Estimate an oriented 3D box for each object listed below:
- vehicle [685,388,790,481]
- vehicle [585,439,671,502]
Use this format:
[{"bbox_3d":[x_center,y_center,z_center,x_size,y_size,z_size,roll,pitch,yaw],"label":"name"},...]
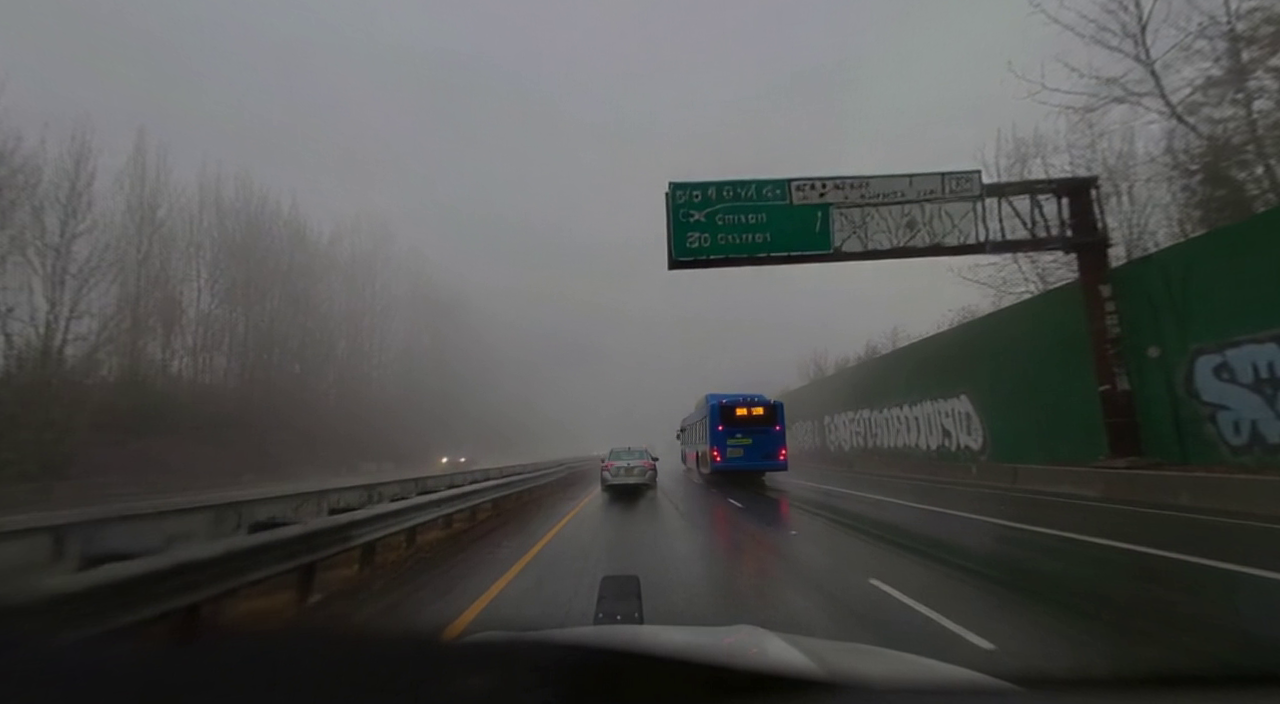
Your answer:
[{"bbox_3d":[4.123,4.065,29.898,3.055,3.479,12.521,-1,-9,0],"label":"vehicle"},{"bbox_3d":[-0.284,3.297,17.789,2.160,1.532,4.073,-1,-9,1],"label":"vehicle"}]
